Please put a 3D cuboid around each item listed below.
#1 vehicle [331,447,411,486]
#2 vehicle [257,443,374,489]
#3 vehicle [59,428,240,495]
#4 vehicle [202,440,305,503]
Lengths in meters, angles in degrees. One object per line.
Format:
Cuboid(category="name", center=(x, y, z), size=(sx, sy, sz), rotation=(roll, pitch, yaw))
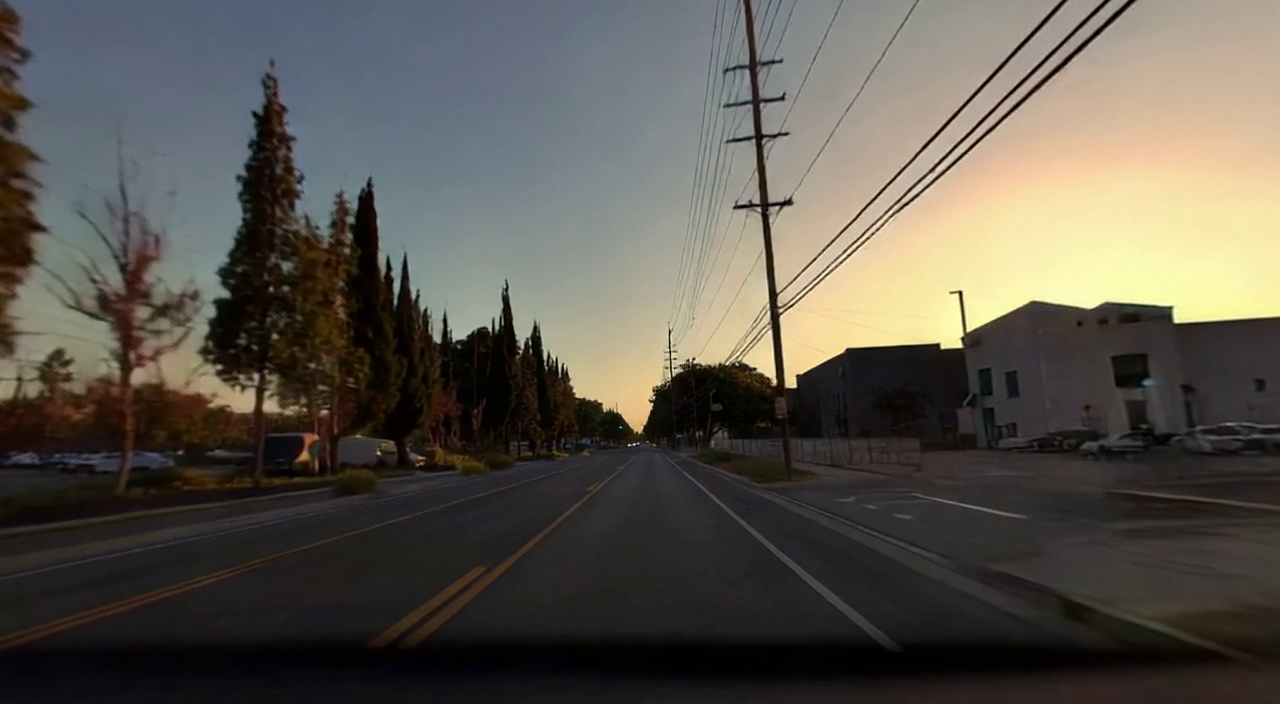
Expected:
Cuboid(category="vehicle", center=(-14.118, 6.024, 33.474), size=(2.053, 1.772, 5.189), rotation=(-3, -9, 0))
Cuboid(category="vehicle", center=(-14.120, 4.962, 27.892), size=(1.949, 1.735, 5.568), rotation=(-2, -8, 4))
Cuboid(category="vehicle", center=(-22.009, 4.850, 28.848), size=(2.753, 2.286, 6.659), rotation=(-8, -7, 3))
Cuboid(category="vehicle", center=(-16.646, 5.107, 27.388), size=(1.972, 1.891, 3.936), rotation=(0, 1, 2))
